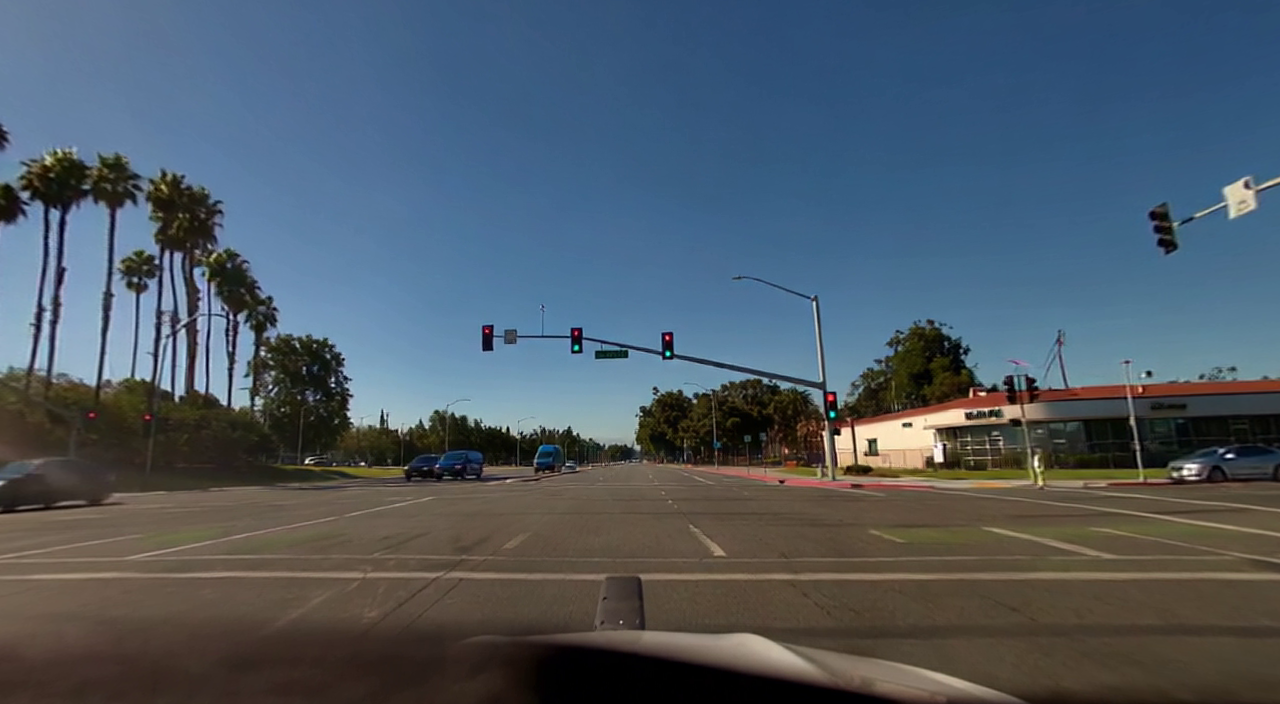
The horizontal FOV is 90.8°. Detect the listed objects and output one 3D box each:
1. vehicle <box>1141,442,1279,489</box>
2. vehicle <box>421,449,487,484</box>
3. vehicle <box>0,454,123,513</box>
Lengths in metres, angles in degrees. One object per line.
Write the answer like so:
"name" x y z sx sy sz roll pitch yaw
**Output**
"vehicle" 22.267 4.289 24.000 4.533 1.676 2.236 0 -9 -1
"vehicle" -9.647 5.960 33.224 2.074 1.681 4.417 0 -9 0
"vehicle" -17.614 3.662 17.849 1.874 1.467 4.768 0 -9 1
